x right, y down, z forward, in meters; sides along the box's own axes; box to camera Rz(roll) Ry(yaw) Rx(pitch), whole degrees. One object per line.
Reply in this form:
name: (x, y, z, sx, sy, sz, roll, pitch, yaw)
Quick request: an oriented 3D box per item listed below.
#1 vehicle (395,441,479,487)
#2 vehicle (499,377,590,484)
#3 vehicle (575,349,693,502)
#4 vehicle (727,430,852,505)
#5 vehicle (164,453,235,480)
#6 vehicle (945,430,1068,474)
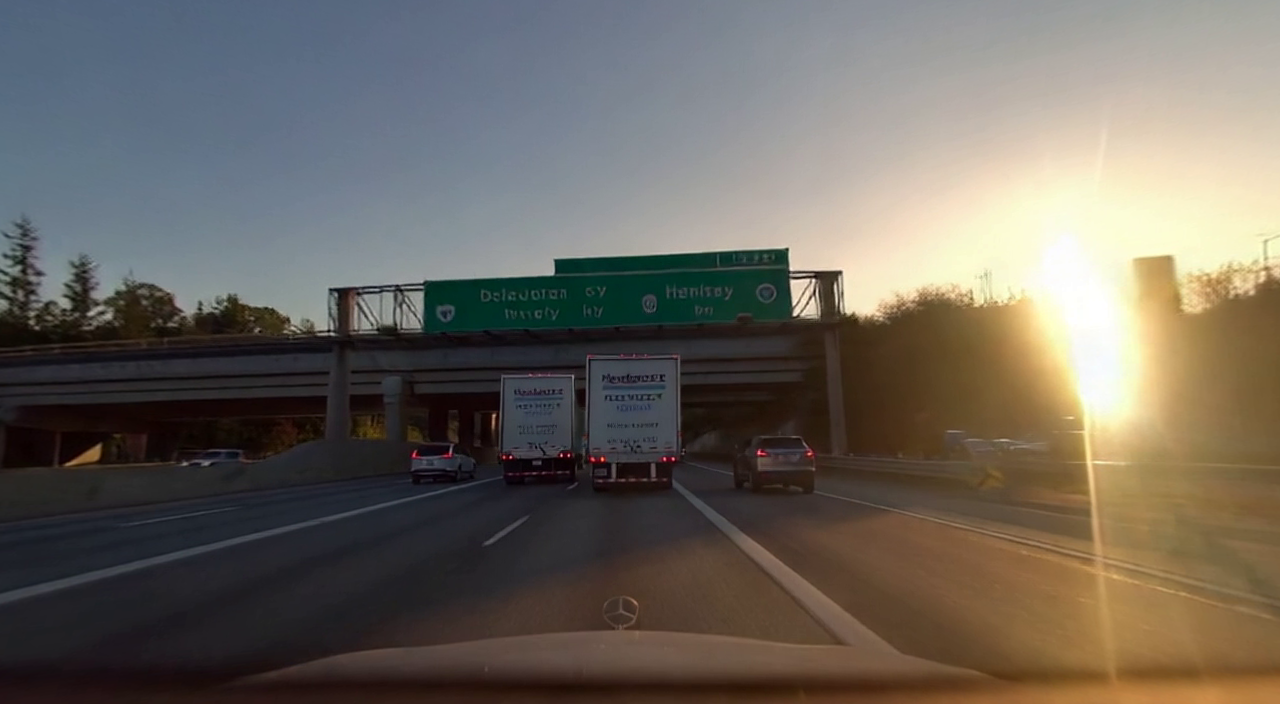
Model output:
vehicle: (-8.163, 4.531, 25.922, 2.017, 1.694, 4.420, 0, -9, -1)
vehicle: (-4.120, 3.858, 30.063, 2.888, 4.154, 10.960, 0, -9, -1)
vehicle: (-0.219, 2.536, 20.731, 2.910, 3.828, 9.805, 0, -9, -1)
vehicle: (3.869, 3.087, 17.332, 2.136, 1.753, 4.644, 0, -9, -2)
vehicle: (-24.528, 6.360, 35.314, 1.531, 1.398, 3.365, 0, -9, 0)
vehicle: (16.653, 4.600, 29.186, 2.128, 1.783, 5.718, 0, -9, -2)
